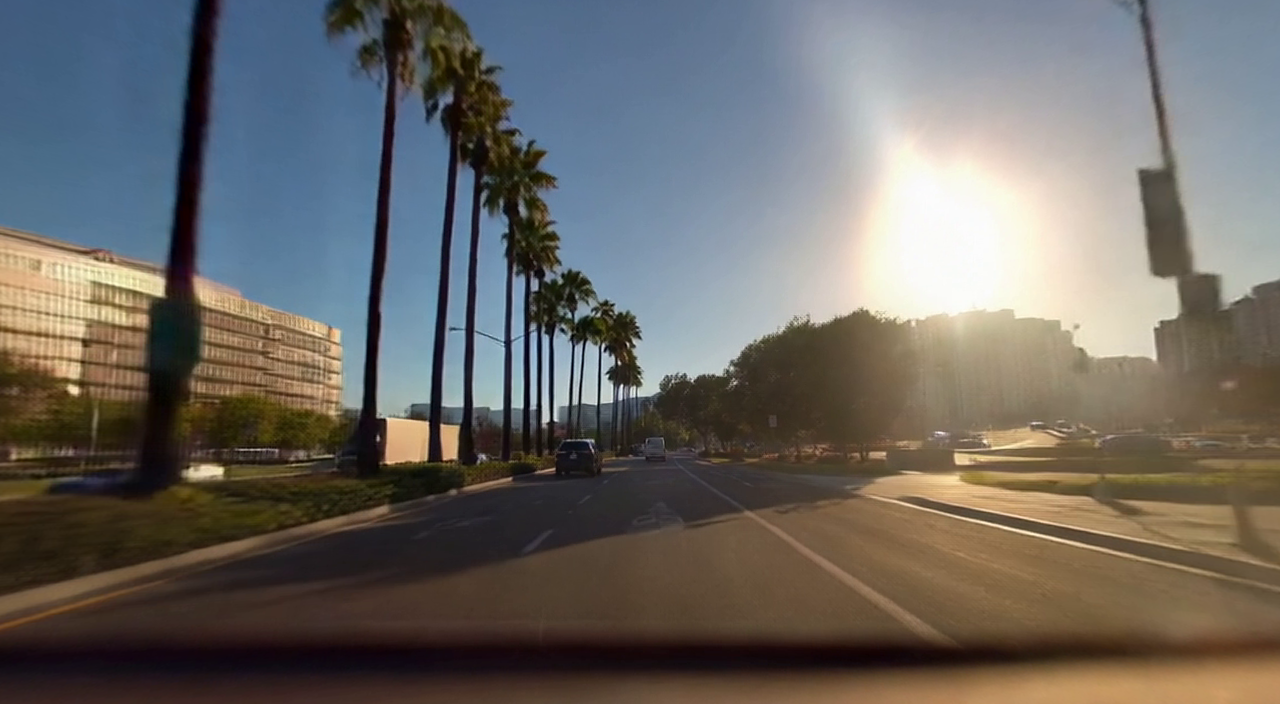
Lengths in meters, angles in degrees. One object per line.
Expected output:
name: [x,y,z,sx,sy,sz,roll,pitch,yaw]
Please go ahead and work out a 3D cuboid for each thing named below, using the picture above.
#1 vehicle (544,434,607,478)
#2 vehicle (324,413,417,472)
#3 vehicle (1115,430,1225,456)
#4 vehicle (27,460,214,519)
vehicle: [-2.895,4.790,29.206,2.188,1.819,4.667,-1,-8,3]
vehicle: [-19.908,6.895,46.949,3.298,4.031,7.060,0,-10,3]
vehicle: [32.375,5.577,38.518,4.637,1.545,1.925,-3,-9,19]
vehicle: [-16.346,4.309,20.149,2.255,1.551,4.298,0,-8,1]
